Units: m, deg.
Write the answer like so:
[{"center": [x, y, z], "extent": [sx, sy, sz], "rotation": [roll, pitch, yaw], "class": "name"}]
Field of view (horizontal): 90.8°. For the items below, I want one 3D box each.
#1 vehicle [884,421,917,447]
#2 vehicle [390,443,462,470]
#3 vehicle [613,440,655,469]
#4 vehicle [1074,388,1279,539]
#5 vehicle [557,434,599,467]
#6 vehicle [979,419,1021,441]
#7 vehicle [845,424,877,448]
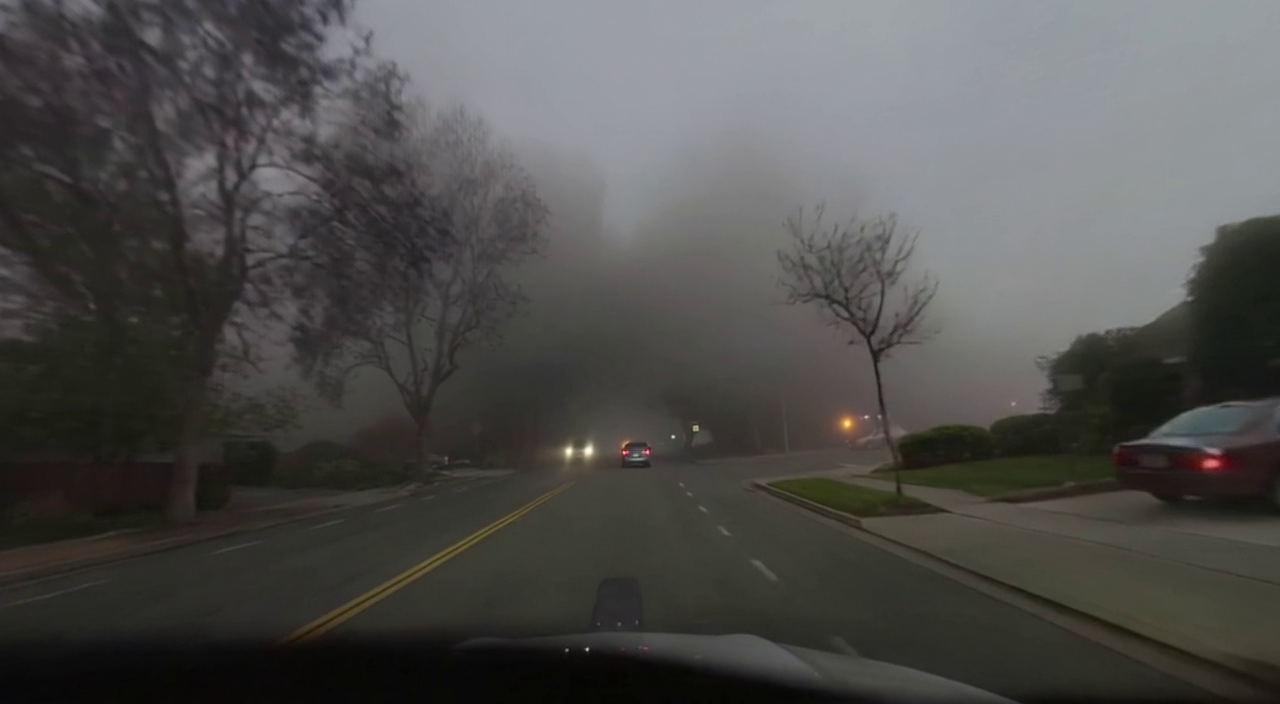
[{"center": [19.506, 6.138, 47.371], "extent": [2.114, 1.677, 4.707], "rotation": [-5, -6, 22], "class": "vehicle"}, {"center": [-15.028, 7.354, 44.512], "extent": [4.223, 1.753, 2.134], "rotation": [0, -8, 6], "class": "vehicle"}, {"center": [-0.335, 5.471, 33.860], "extent": [2.098, 1.483, 4.099], "rotation": [0, -9, -1], "class": "vehicle"}, {"center": [8.701, 1.188, 8.069], "extent": [4.740, 1.467, 2.074], "rotation": [-6, -8, -4], "class": "vehicle"}, {"center": [-4.492, 7.247, 46.740], "extent": [2.451, 2.182, 5.485], "rotation": [-3, -9, 1], "class": "vehicle"}, {"center": [25.225, 5.454, 44.349], "extent": [1.603, 1.430, 3.662], "rotation": [-3, -6, 15], "class": "vehicle"}, {"center": [16.891, 6.388, 48.150], "extent": [1.979, 1.434, 4.607], "rotation": [-7, -7, 21], "class": "vehicle"}]
